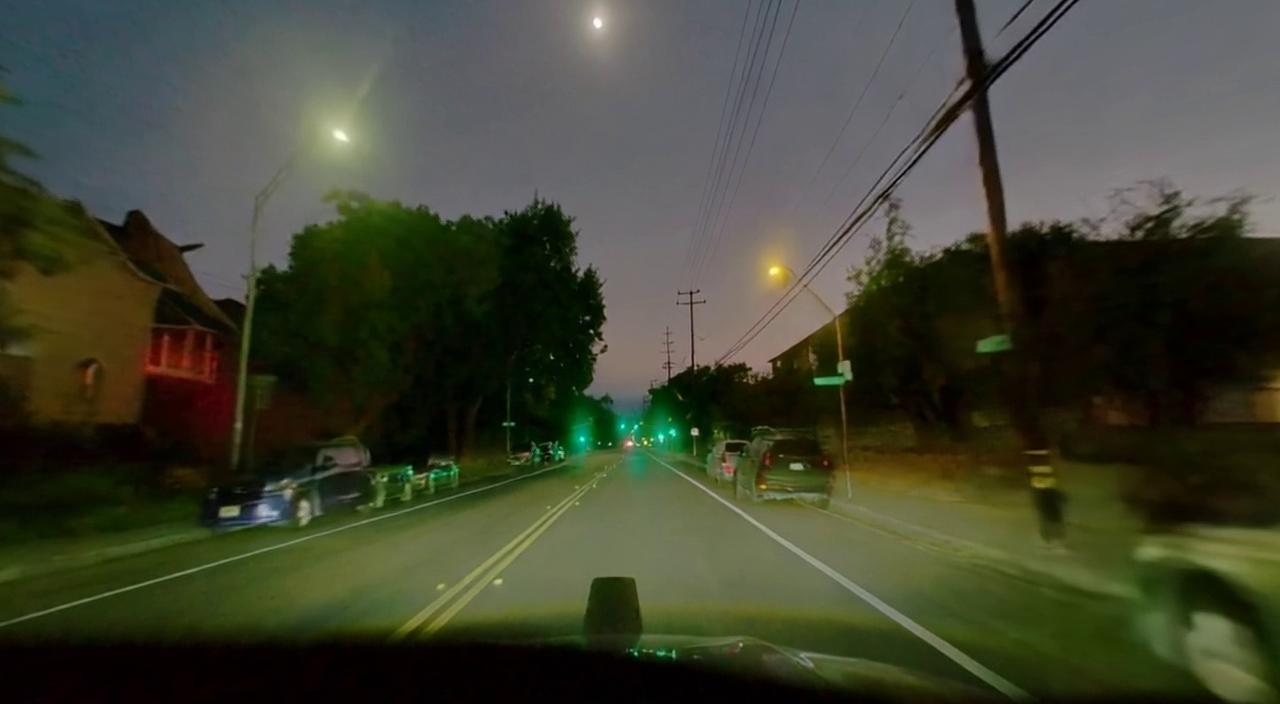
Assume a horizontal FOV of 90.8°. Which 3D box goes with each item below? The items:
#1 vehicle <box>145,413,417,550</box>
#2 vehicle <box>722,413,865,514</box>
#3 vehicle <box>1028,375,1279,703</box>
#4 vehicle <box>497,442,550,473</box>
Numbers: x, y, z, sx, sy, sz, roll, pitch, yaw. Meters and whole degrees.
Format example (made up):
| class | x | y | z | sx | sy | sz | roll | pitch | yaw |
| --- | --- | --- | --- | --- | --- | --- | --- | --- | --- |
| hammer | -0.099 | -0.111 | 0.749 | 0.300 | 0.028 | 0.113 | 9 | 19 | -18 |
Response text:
| class | x | y | z | sx | sy | sz | roll | pitch | yaw |
| --- | --- | --- | --- | --- | --- | --- | --- | --- | --- |
| vehicle | -6.581 | 2.369 | 12.595 | 2.451 | 2.099 | 5.112 | -1 | -7 | 0 |
| vehicle | 3.367 | 2.593 | 15.190 | 2.065 | 1.953 | 5.359 | 0 | -8 | 0 |
| vehicle | 3.471 | 0.724 | 1.355 | 2.158 | 1.560 | 4.865 | 0 | -8 | 0 |
| vehicle | -6.687 | 6.093 | 36.841 | 2.084 | 1.573 | 4.599 | -2 | -7 | 2 |
